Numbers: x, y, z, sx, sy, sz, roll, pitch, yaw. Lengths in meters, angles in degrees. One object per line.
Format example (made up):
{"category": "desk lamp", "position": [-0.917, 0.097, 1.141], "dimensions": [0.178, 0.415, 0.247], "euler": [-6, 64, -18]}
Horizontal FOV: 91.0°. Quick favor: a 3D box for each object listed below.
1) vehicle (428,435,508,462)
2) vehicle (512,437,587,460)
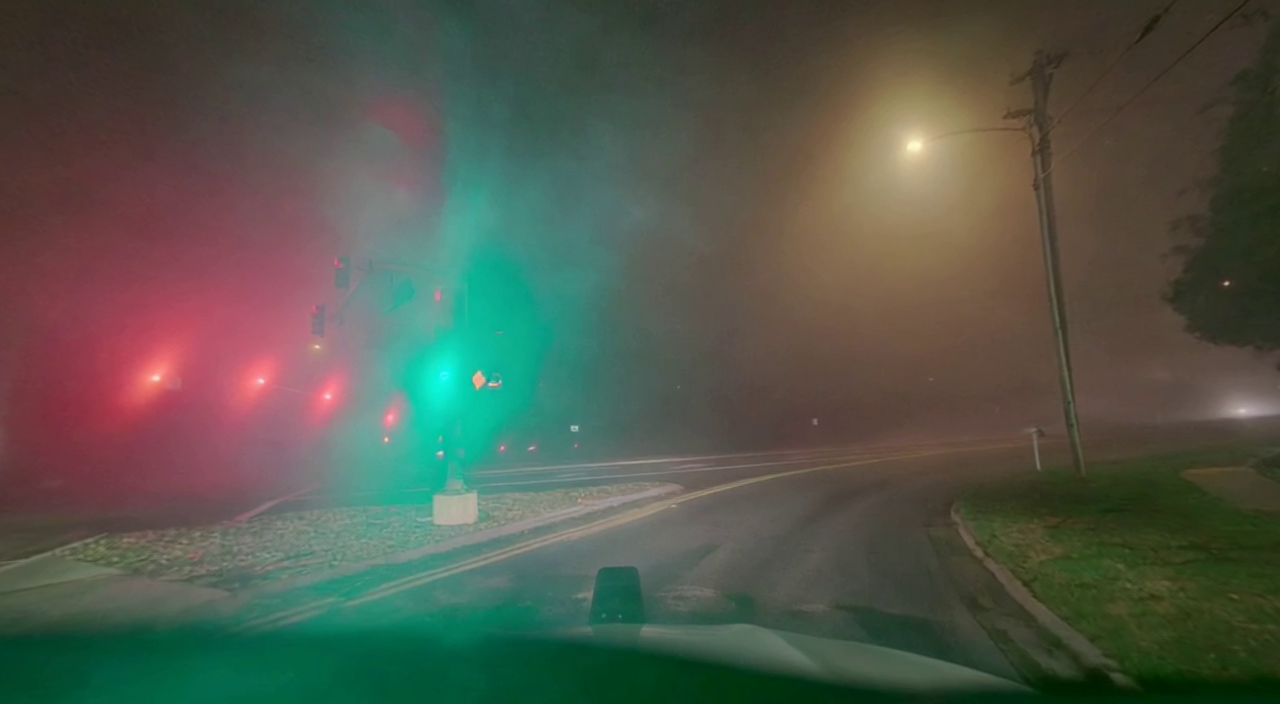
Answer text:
{"category": "vehicle", "position": [-11.640, 6.543, 42.726], "dimensions": [4.782, 1.776, 2.118], "euler": [6, -10, -34]}
{"category": "vehicle", "position": [-5.900, 6.342, 41.392], "dimensions": [4.527, 1.444, 1.811], "euler": [6, -10, -35]}
